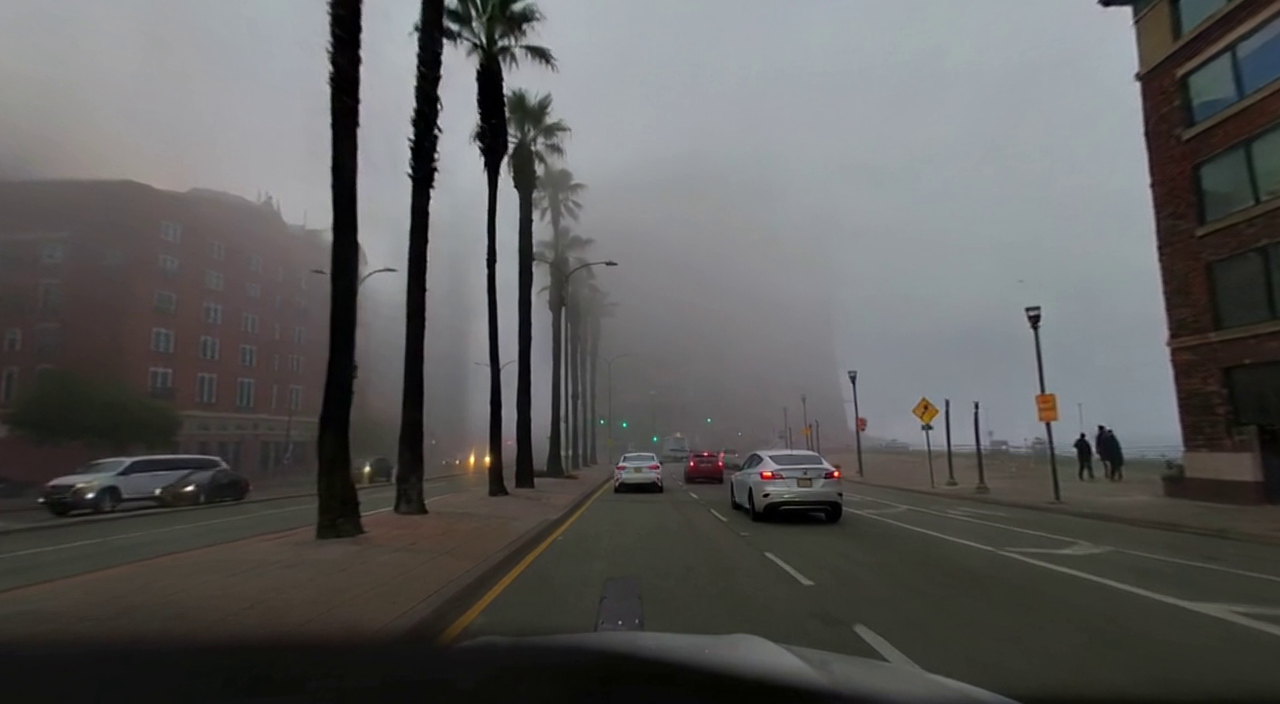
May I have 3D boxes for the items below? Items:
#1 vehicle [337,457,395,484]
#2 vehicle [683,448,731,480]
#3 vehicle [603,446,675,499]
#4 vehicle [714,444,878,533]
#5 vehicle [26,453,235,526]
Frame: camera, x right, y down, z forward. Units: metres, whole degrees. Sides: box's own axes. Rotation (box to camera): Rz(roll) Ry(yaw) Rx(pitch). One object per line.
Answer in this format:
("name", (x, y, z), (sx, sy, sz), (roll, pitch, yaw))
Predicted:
("vehicle", (-17.913, 7.723, 41.308), (1.887, 1.569, 4.014), (0, -9, 2))
("vehicle", (3.340, 5.660, 31.982), (2.115, 1.500, 3.524), (0, -9, 1))
("vehicle", (0.012, 3.783, 20.124), (2.077, 1.518, 3.760), (0, -9, 1))
("vehicle", (2.987, 2.723, 13.356), (2.051, 1.509, 4.933), (0, -9, -2))
("vehicle", (-14.693, 3.937, 18.670), (2.104, 1.802, 4.852), (0, -9, 0))
